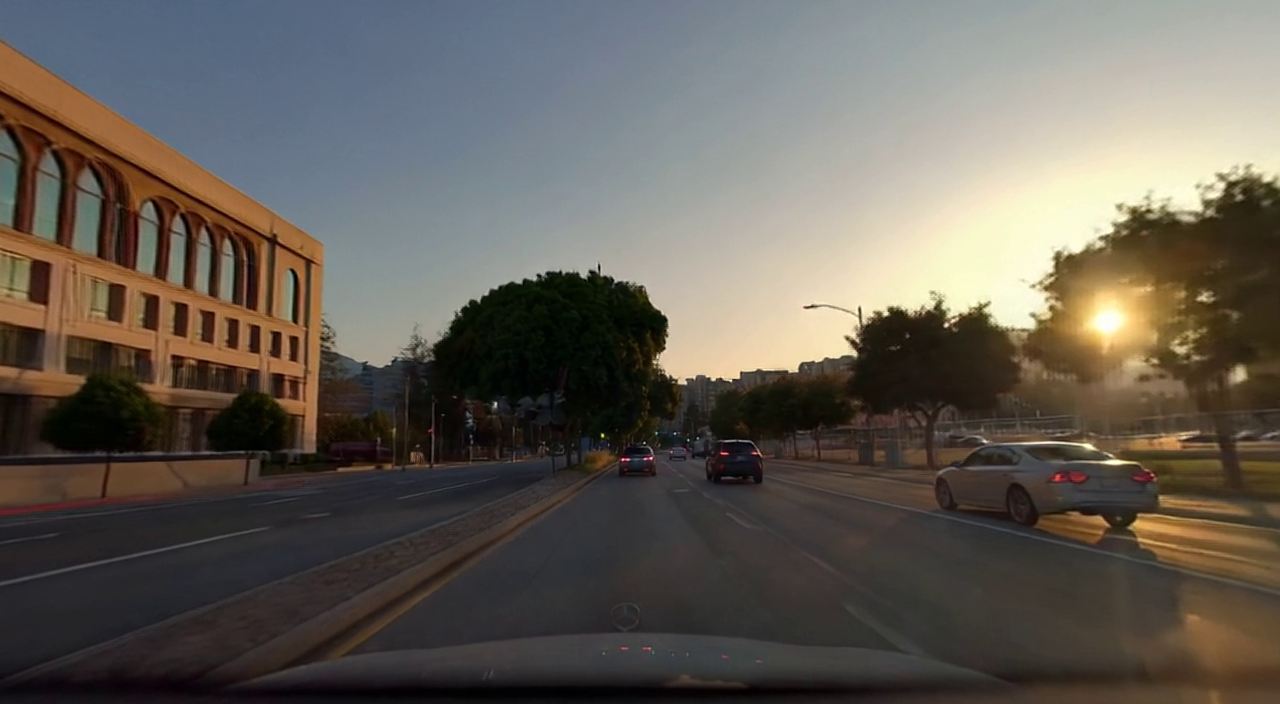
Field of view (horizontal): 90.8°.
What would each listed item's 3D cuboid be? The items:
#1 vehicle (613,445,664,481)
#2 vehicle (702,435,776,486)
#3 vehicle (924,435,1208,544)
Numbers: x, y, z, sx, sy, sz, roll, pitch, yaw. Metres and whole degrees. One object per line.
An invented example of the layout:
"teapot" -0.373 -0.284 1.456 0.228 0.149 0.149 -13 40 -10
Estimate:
"vehicle" -0.061 4.798 27.622 2.054 1.446 3.969 0 -9 0
"vehicle" 3.643 4.096 24.114 2.036 1.757 4.300 0 -9 -1
"vehicle" 6.836 2.214 10.869 1.868 1.472 4.274 0 -9 -1
